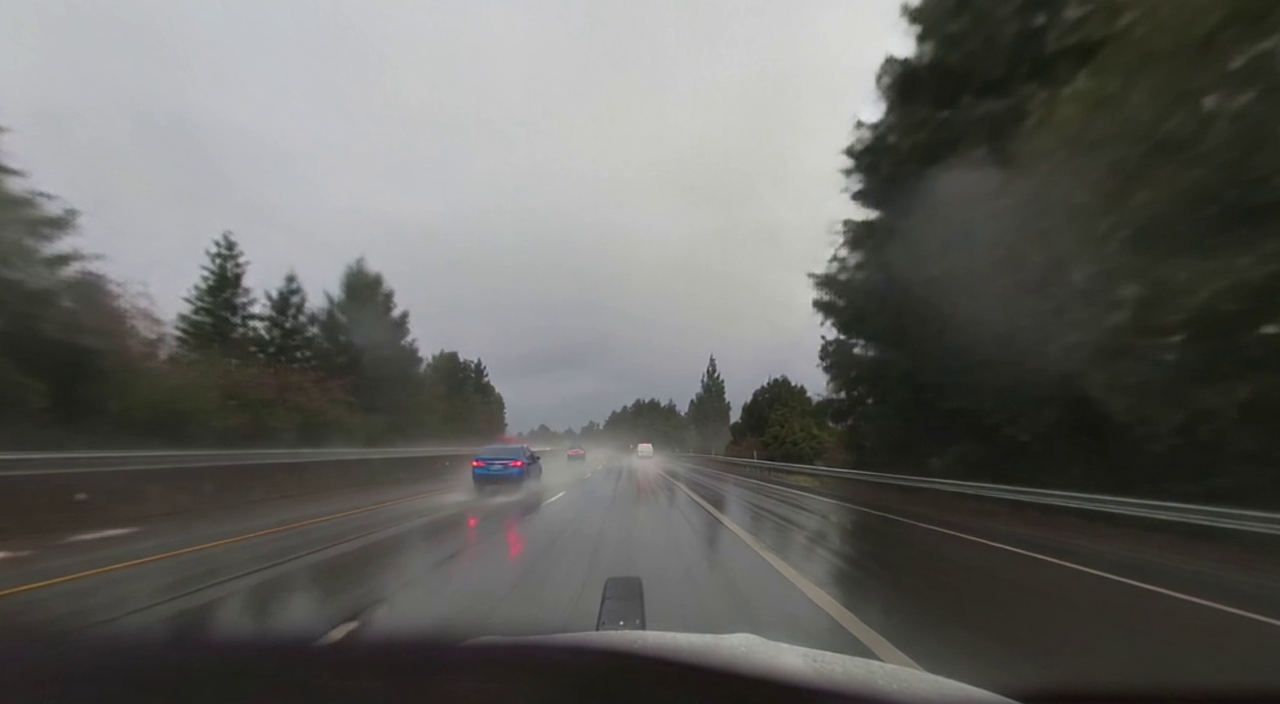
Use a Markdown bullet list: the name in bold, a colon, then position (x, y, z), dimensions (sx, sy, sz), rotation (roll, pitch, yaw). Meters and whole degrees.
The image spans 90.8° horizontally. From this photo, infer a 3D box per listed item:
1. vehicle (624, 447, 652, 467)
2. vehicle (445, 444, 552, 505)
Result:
- **vehicle**: position (-0.202, 8.228, 49.458), dimensions (2.031, 1.483, 3.417), rotation (0, -9, -2)
- **vehicle**: position (-3.917, 3.466, 18.393), dimensions (1.957, 1.499, 4.965), rotation (0, -9, 0)
